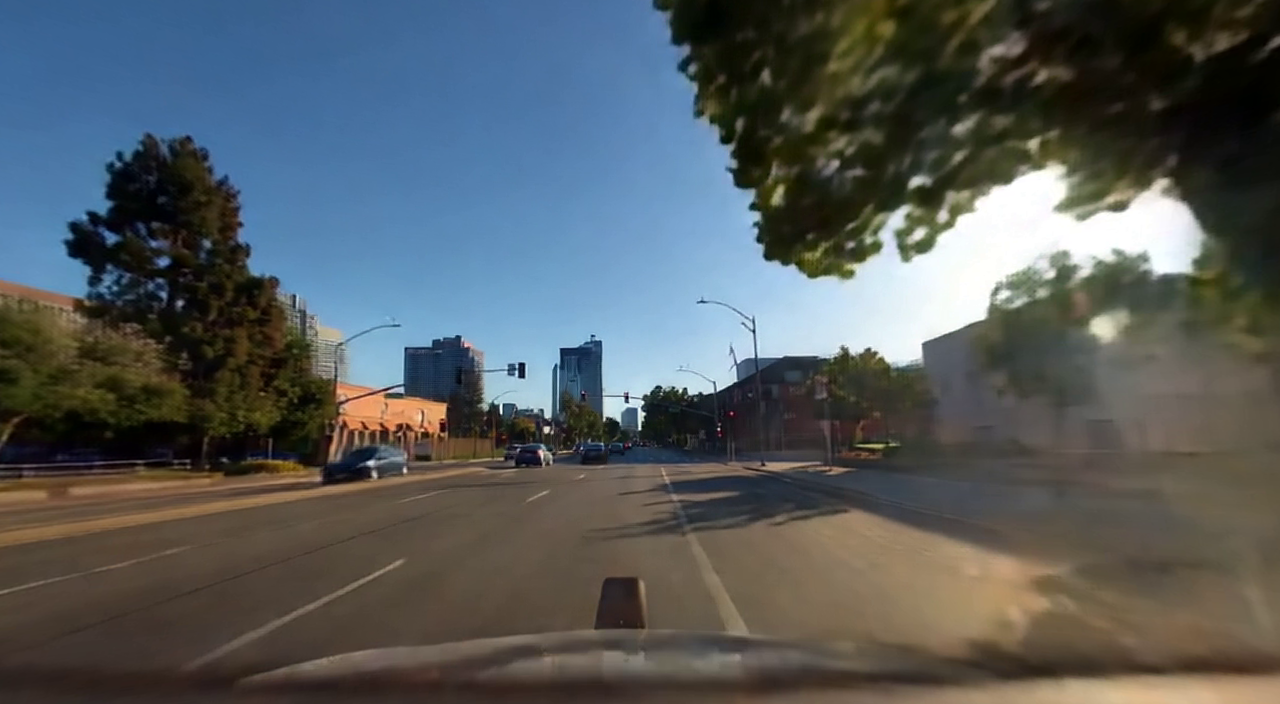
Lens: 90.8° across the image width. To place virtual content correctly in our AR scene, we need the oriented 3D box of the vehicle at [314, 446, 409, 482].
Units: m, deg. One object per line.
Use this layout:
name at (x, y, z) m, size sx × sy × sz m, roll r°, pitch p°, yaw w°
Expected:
vehicle at (-11.898, 4.792, 27.369) m, size 1.987 × 1.445 × 4.482 m, roll 0°, pitch -9°, yaw 1°

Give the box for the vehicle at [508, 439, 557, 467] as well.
vehicle at (-7.077, 6.703, 41.973) m, size 2.262 × 1.708 × 4.466 m, roll 0°, pitch -9°, yaw 2°
